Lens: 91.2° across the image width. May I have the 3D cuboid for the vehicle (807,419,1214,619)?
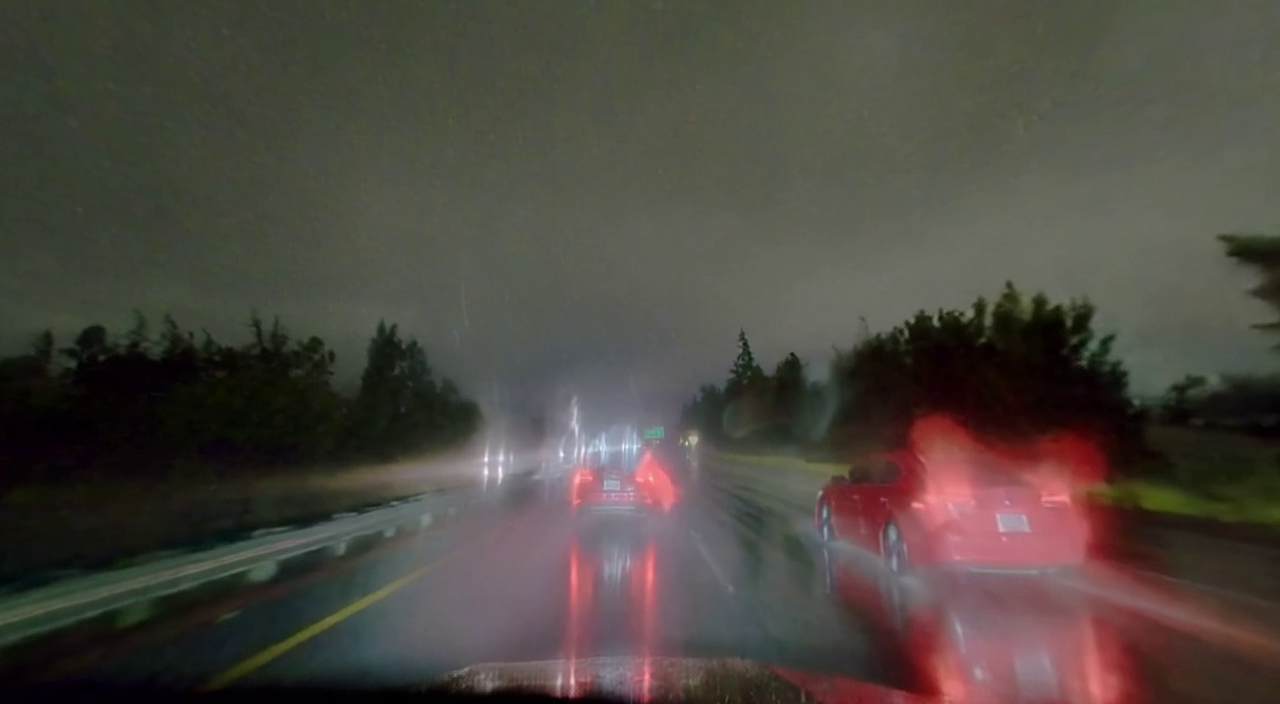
[{"bbox_3d":[3.450,1.615,6.979,2.021,1.533,4.014,0,-9,0],"label":"vehicle"}]

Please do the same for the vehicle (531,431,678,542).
[{"bbox_3d":[-0.531,2.246,11.094,2.083,1.548,4.251,0,-9,-1],"label":"vehicle"}]
